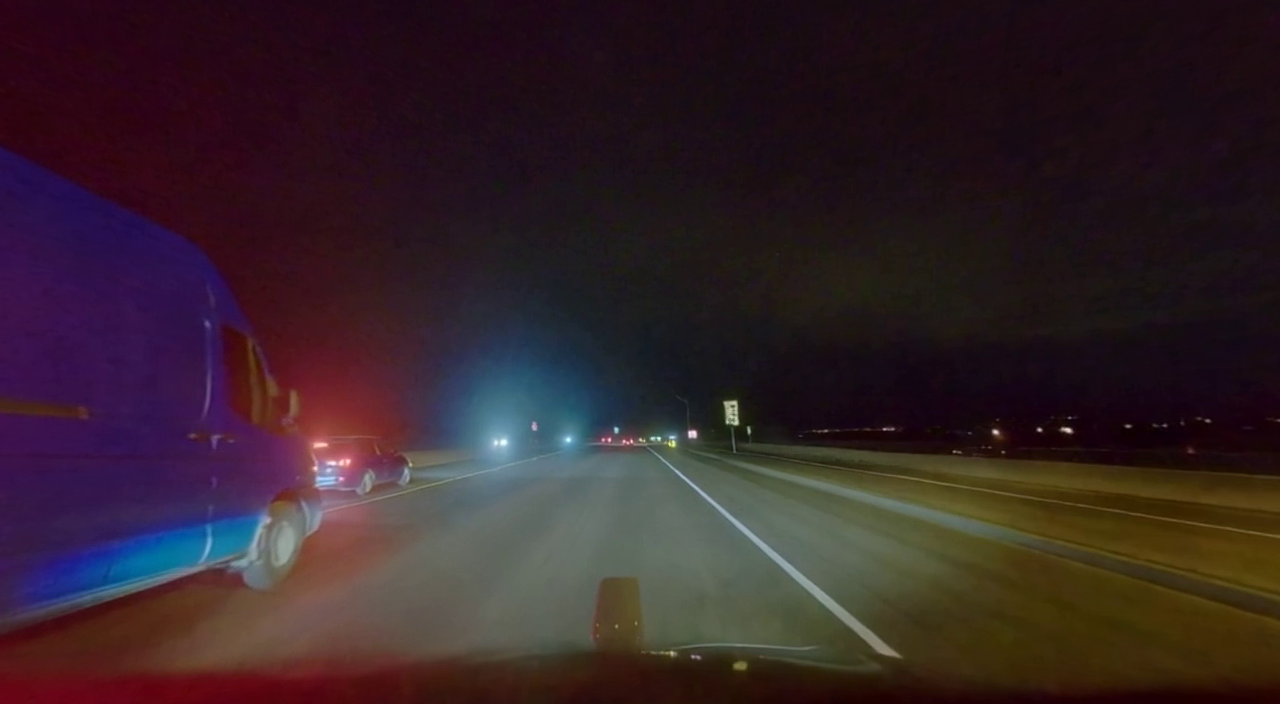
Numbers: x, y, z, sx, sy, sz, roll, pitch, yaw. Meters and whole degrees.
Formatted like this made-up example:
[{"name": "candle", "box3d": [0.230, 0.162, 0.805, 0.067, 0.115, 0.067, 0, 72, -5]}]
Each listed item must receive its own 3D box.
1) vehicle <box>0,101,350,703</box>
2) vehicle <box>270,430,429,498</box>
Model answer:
[{"name": "vehicle", "box3d": [-4.134, 0.204, 2.463, 2.428, 2.782, 7.330, 0, -8, 0]}, {"name": "vehicle", "box3d": [-7.047, 2.729, 15.841, 1.949, 1.465, 4.318, 0, -8, 0]}]
